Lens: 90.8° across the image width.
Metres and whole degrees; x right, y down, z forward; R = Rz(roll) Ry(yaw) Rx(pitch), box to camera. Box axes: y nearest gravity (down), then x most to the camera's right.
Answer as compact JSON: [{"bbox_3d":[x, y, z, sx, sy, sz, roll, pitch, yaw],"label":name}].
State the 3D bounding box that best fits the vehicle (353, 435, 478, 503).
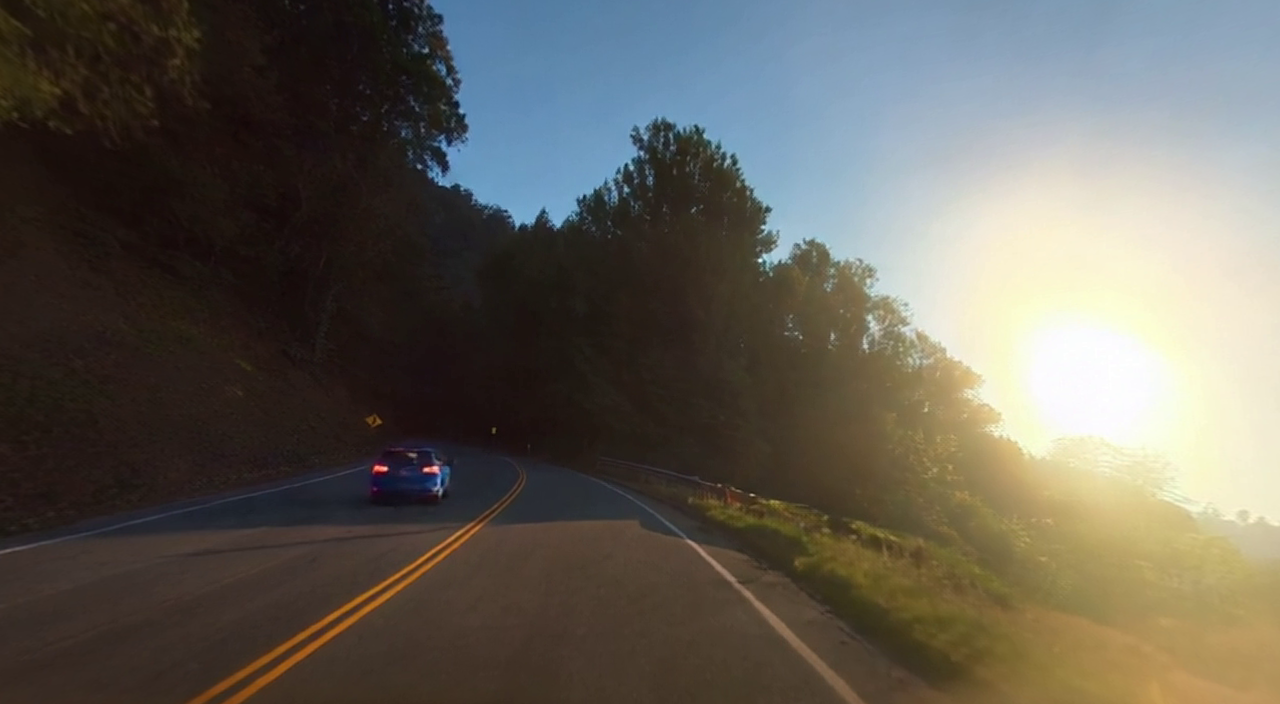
[{"bbox_3d":[-5.526,2.905,16.186,2.042,1.483,4.288,1,-8,-6],"label":"vehicle"}]
